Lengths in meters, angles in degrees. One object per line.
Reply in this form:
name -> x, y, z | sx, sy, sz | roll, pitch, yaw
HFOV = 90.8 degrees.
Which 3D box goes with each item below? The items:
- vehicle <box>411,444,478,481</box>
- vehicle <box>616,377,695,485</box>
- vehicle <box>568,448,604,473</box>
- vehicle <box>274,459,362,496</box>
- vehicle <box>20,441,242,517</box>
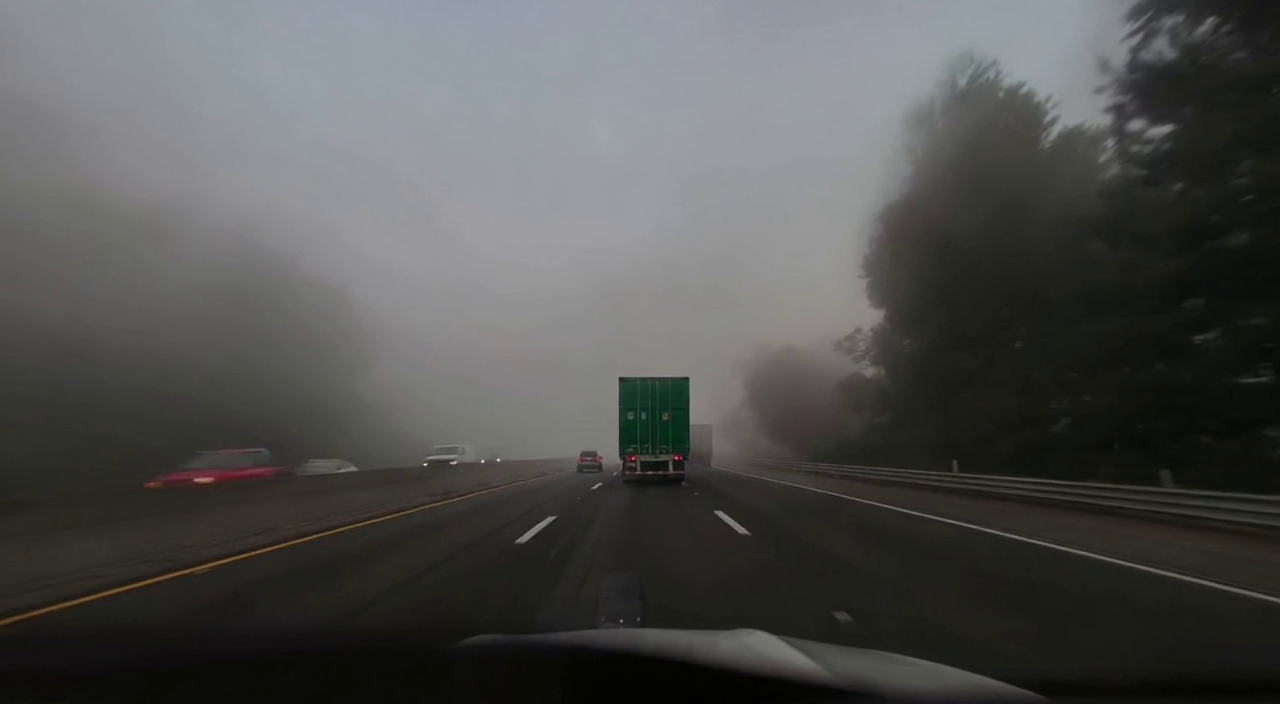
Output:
vehicle -> -11.136, 6.323, 36.406 | 2.122, 1.930, 5.086 | 0, -9, 1
vehicle -> 0.561, 3.813, 29.263 | 2.932, 4.042, 11.054 | 0, -9, 0
vehicle -> -3.556, 7.265, 42.396 | 2.012, 1.521, 4.227 | 0, -9, 0
vehicle -> -14.710, 5.723, 29.053 | 1.950, 1.479, 3.862 | 0, -9, 1
vehicle -> -19.212, 4.755, 24.652 | 2.571, 2.376, 7.455 | -2, -8, -1
